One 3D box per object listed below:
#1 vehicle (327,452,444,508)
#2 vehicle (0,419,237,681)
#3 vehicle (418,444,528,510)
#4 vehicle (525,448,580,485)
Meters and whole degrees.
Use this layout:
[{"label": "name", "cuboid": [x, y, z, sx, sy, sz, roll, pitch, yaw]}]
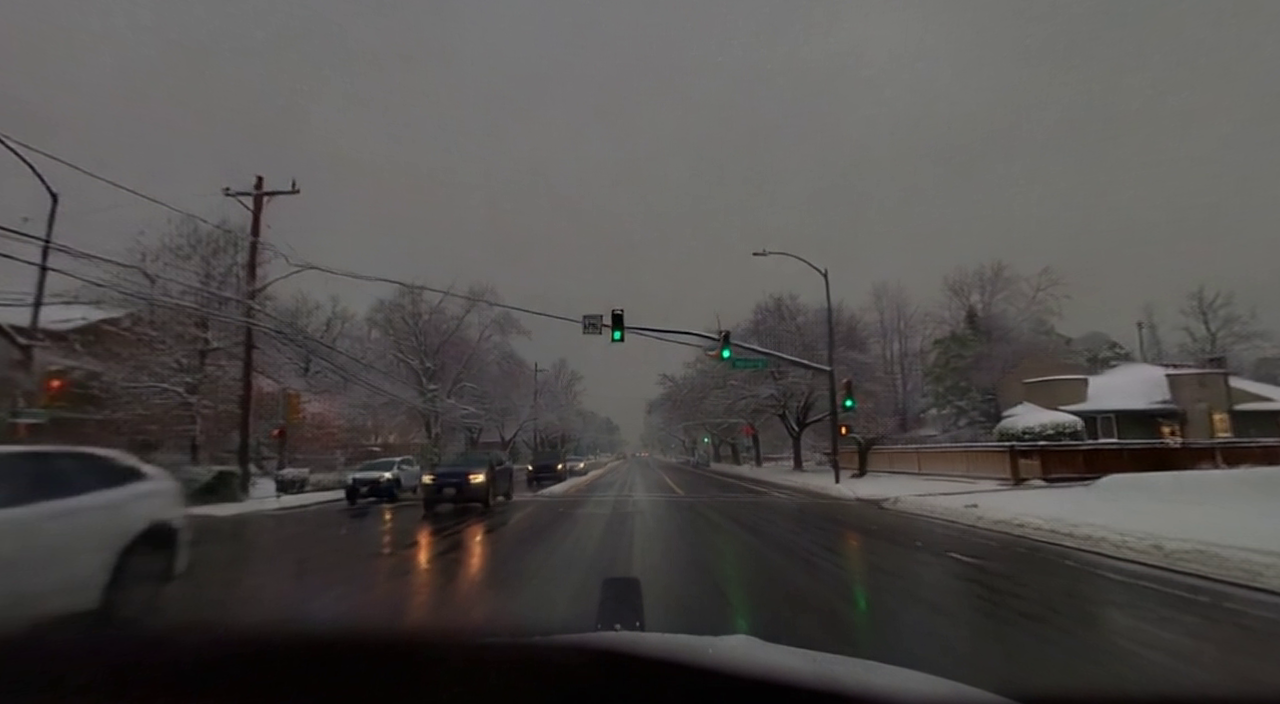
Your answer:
[{"label": "vehicle", "cuboid": [-8.087, 4.064, 20.537, 1.994, 1.542, 4.184, 0, -8, 1]}, {"label": "vehicle", "cuboid": [-4.615, 1.110, 3.492, 2.003, 1.462, 4.220, 0, -8, -1]}, {"label": "vehicle", "cuboid": [-4.603, 3.474, 18.104, 1.999, 1.652, 3.962, 0, -8, 1]}, {"label": "vehicle", "cuboid": [-4.440, 5.876, 32.736, 2.095, 1.731, 4.462, 0, -8, 1]}]
